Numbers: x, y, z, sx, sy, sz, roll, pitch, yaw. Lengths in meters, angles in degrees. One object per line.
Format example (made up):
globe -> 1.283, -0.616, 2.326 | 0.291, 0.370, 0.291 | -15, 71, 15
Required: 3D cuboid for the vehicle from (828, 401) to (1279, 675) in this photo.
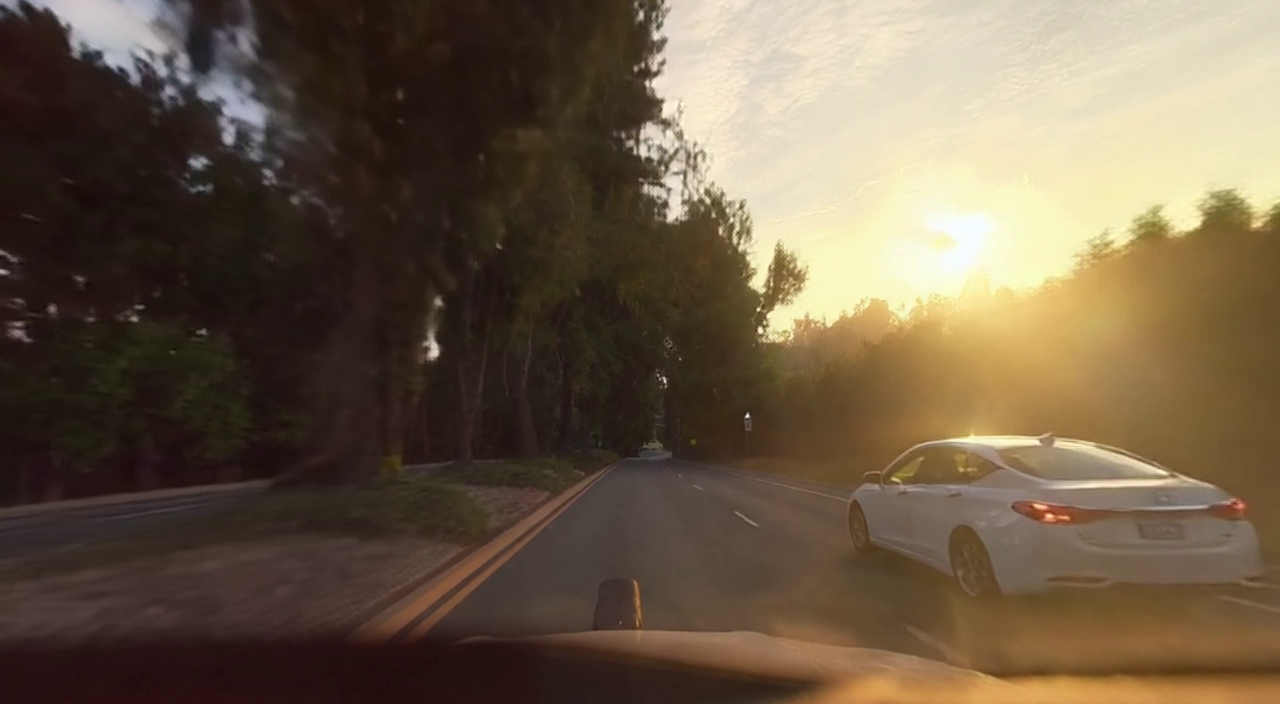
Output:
vehicle -> 3.537, 1.432, 6.057 | 2.060, 1.584, 4.592 | 0, -9, 0
